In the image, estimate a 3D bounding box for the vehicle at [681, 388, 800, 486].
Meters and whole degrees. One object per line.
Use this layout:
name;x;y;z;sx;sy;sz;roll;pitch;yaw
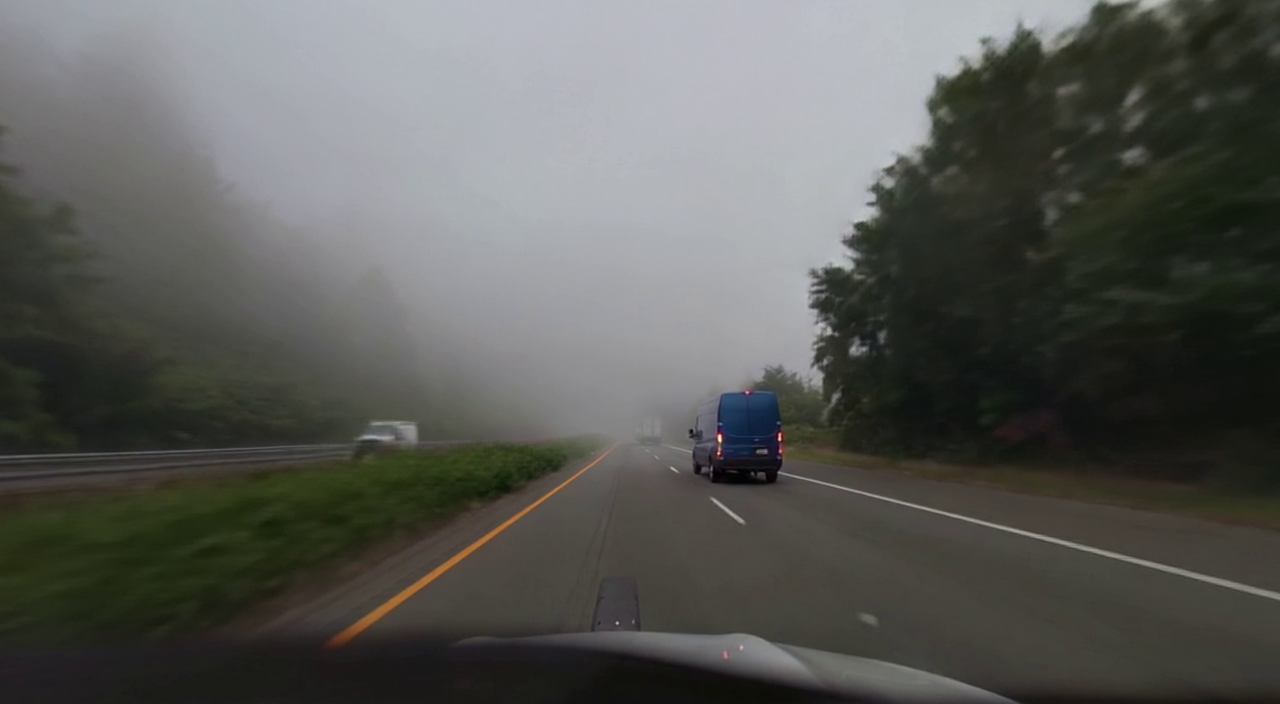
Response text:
vehicle;2.876;2.676;19.891;2.570;2.596;6.082;0;-8;-2

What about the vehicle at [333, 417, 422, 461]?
vehicle;-12.562;4.224;30.616;2.109;1.915;5.253;0;-8;-1
